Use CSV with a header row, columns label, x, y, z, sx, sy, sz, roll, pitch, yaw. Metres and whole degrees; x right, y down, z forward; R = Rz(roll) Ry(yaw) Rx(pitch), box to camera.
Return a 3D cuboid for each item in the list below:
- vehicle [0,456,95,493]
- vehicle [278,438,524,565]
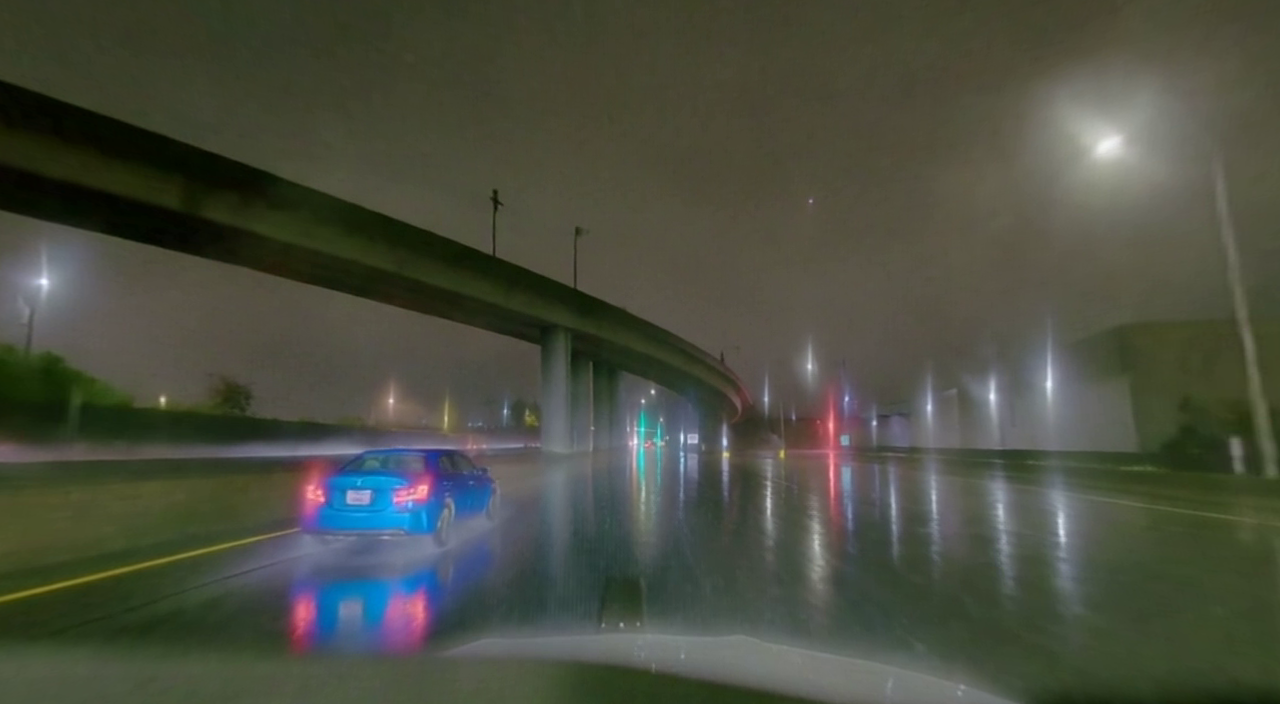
label,x,y,z,sx,sy,sz,roll,pitch,yaw
vehicle,-26.590,5.333,27.693,1.692,1.456,3.847,0,-9,1
vehicle,-3.223,2.089,9.588,2.044,1.478,4.114,0,-9,1
